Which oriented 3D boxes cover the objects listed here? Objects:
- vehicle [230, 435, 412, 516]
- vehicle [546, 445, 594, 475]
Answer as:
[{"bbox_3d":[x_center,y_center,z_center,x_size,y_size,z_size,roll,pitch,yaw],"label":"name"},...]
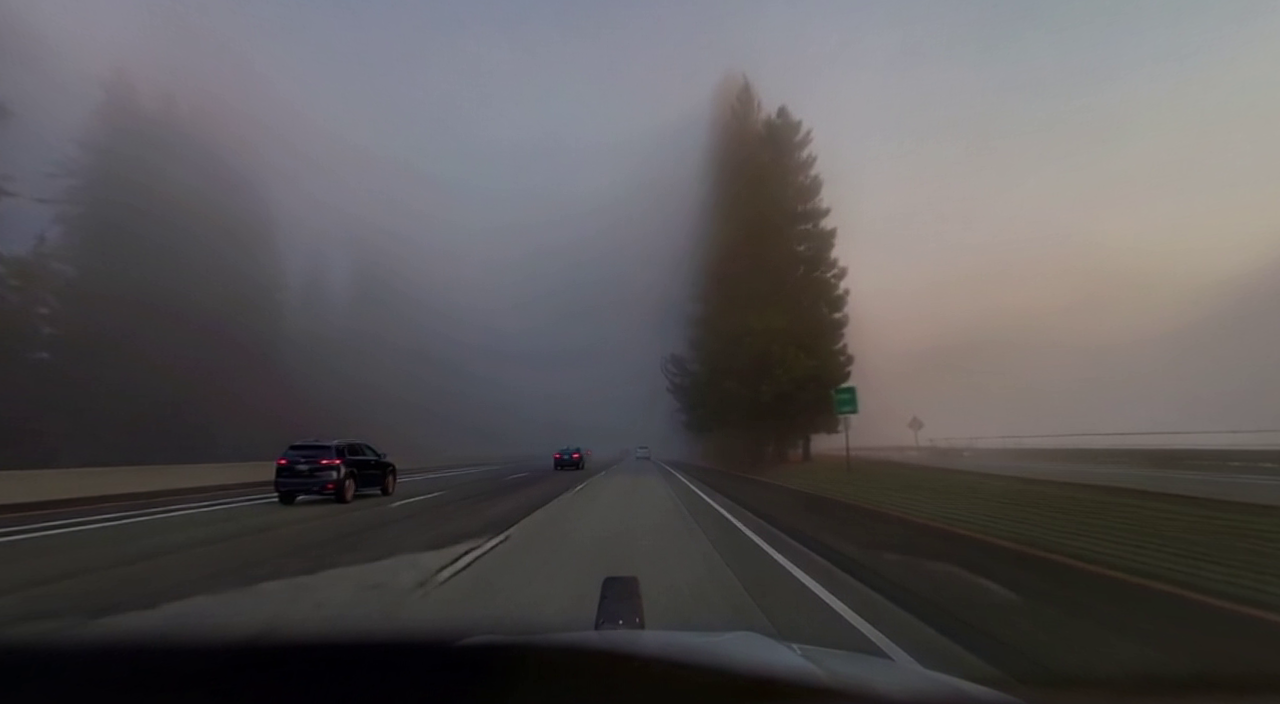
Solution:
[{"bbox_3d":[-7.167,2.805,14.771,2.007,1.616,4.141,0,-9,1],"label":"vehicle"},{"bbox_3d":[-3.832,6.032,35.347,2.104,1.558,4.639,0,-9,1],"label":"vehicle"}]
